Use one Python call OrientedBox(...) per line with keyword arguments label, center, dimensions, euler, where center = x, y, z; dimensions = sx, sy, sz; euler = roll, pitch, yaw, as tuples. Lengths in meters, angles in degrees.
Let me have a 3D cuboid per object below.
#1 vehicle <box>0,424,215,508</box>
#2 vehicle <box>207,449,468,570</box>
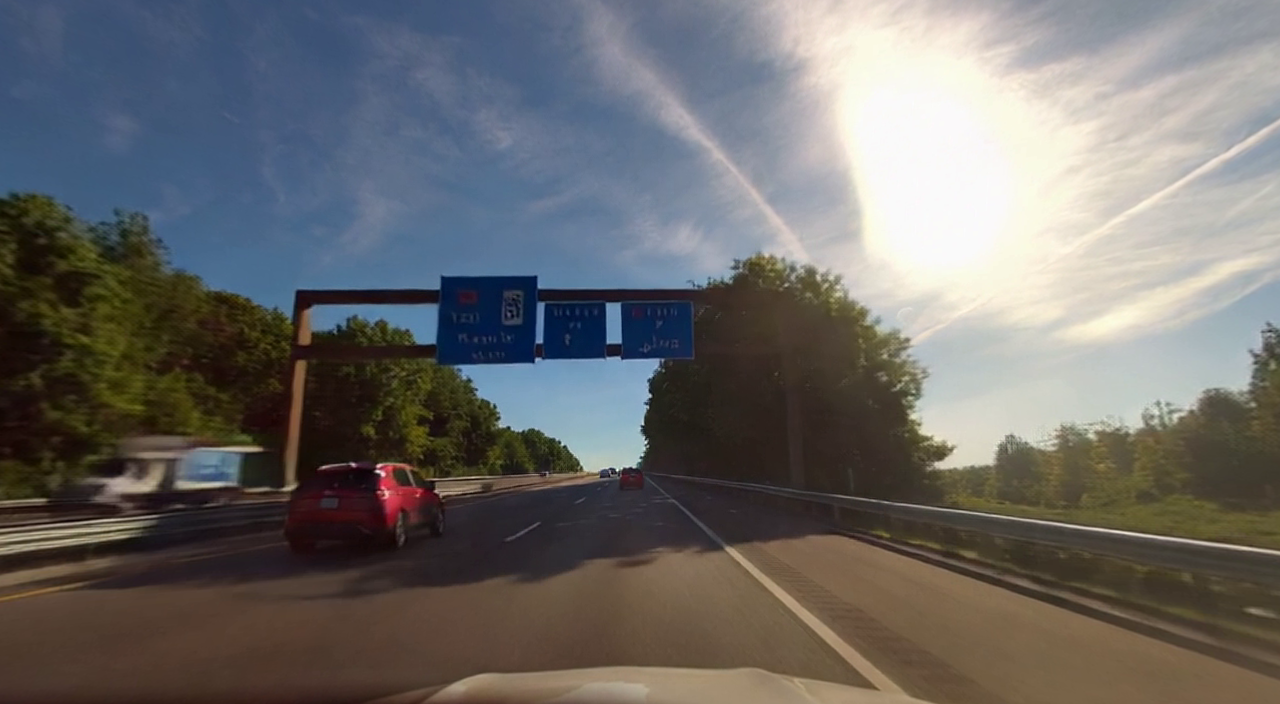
OrientedBox(label="vehicle", center=(-16.742, 3.662, 20.212), dimensions=(2.216, 2.293, 5.474), euler=(1, -11, 1))
OrientedBox(label="vehicle", center=(-4.415, 2.401, 10.182), dimensions=(2.003, 1.479, 4.363), euler=(1, -11, 0))
